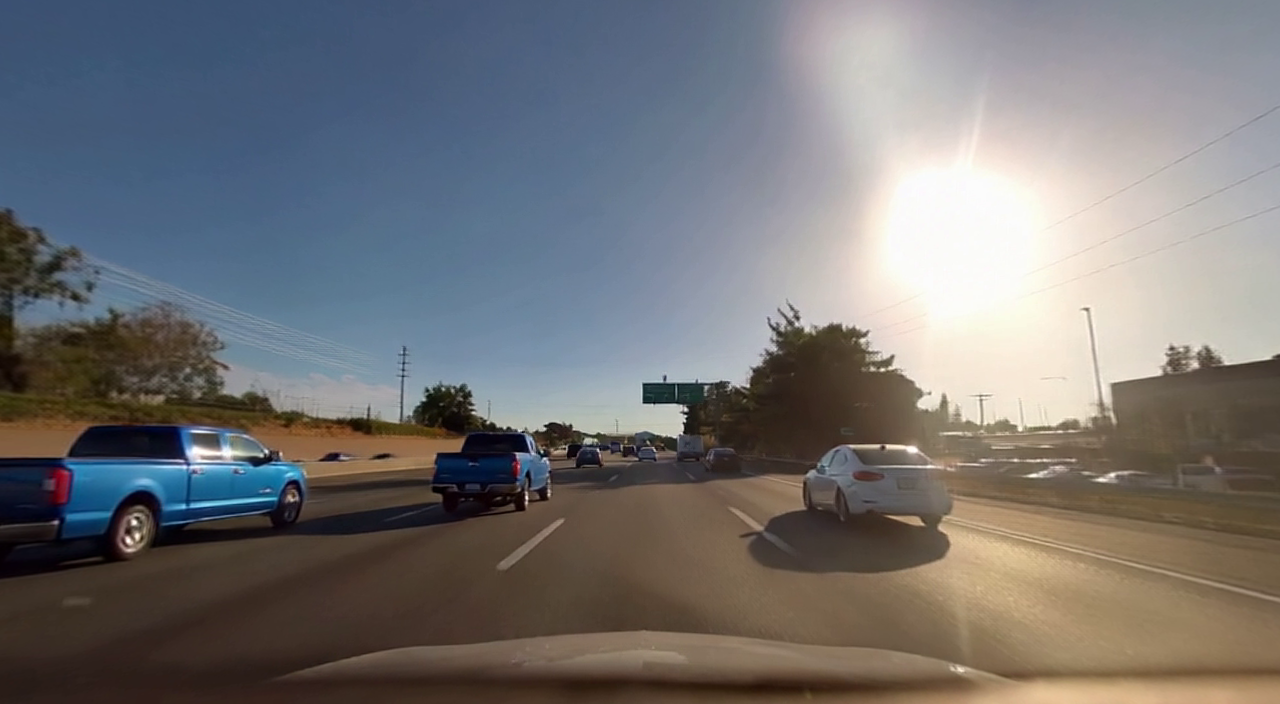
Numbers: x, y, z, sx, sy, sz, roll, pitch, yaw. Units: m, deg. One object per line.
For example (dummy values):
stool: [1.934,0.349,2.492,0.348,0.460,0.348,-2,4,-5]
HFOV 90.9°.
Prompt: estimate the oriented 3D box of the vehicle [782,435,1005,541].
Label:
vehicle: [4.137,2.278,11.298,2.111,1.498,4.466,0,-8,0]

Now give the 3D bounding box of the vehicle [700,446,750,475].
vehicle: [4.523,5.814,34.201,2.072,1.456,4.537,0,-8,0]

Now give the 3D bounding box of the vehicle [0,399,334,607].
vehicle: [-6.499,1.703,8.177,2.428,1.812,5.131,0,-8,1]

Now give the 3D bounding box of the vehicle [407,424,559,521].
vehicle: [-3.212,2.578,14.054,2.146,1.775,4.553,0,-8,1]

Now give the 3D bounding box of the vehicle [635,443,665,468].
vehicle: [0.709,7.488,45.946,2.080,1.682,4.150,0,-8,0]

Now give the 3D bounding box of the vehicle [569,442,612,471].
vehicle: [-3.043,6.545,39.791,2.209,1.714,4.576,0,-8,1]
